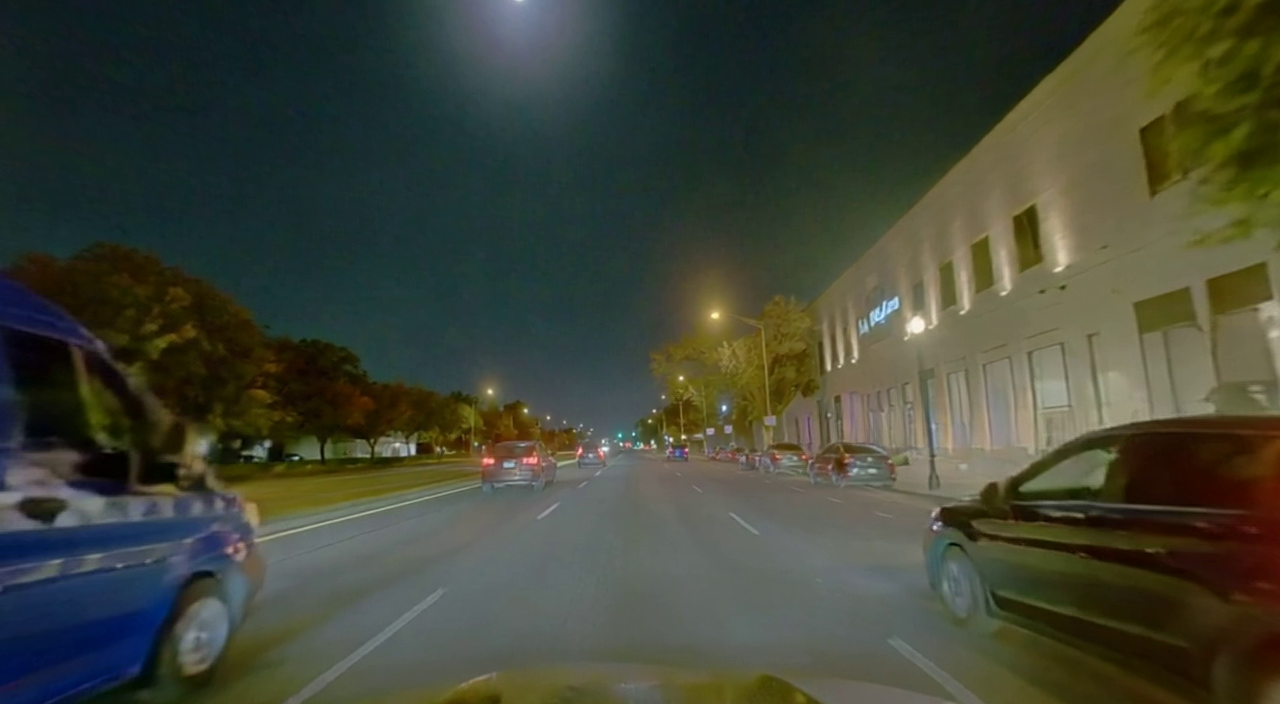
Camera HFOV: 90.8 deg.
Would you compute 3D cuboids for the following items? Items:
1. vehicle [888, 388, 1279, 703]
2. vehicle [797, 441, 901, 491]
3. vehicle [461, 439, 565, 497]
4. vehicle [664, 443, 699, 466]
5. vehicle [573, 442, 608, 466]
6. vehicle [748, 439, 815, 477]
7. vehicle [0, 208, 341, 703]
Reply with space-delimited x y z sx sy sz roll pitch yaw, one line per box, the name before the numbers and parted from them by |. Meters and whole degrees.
vehicle | 3.291 1.041 3.353 2.021 1.491 4.563 0 -8 -1
vehicle | 6.762 3.718 20.999 1.896 1.479 4.416 0 -8 -1
vehicle | -3.538 3.334 18.529 2.060 1.466 4.387 0 -8 1
vehicle | 2.736 6.918 42.806 1.961 1.482 4.538 0 -8 -1
vehicle | -3.604 7.532 46.934 2.145 1.694 4.642 0 -8 1
vehicle | 6.588 4.972 29.869 1.983 1.618 4.108 0 -9 -4
vehicle | -3.545 0.518 1.876 2.490 2.153 5.594 0 -9 1
